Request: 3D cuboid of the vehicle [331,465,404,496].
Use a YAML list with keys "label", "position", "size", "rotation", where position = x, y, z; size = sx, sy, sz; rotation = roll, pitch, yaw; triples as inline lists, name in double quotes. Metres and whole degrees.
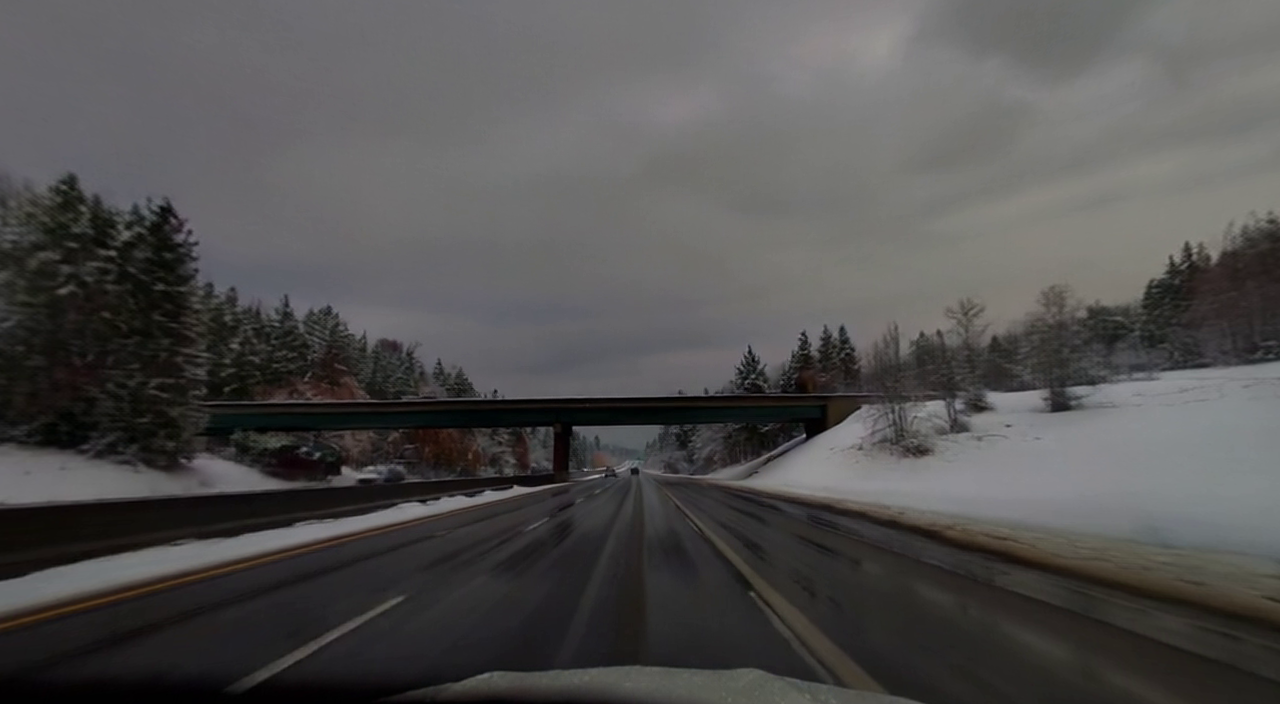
- label: "vehicle"
  position: [-15.491, 7.308, 36.145]
  size: [2.132, 1.603, 4.583]
  rotation: [1, -10, 0]
